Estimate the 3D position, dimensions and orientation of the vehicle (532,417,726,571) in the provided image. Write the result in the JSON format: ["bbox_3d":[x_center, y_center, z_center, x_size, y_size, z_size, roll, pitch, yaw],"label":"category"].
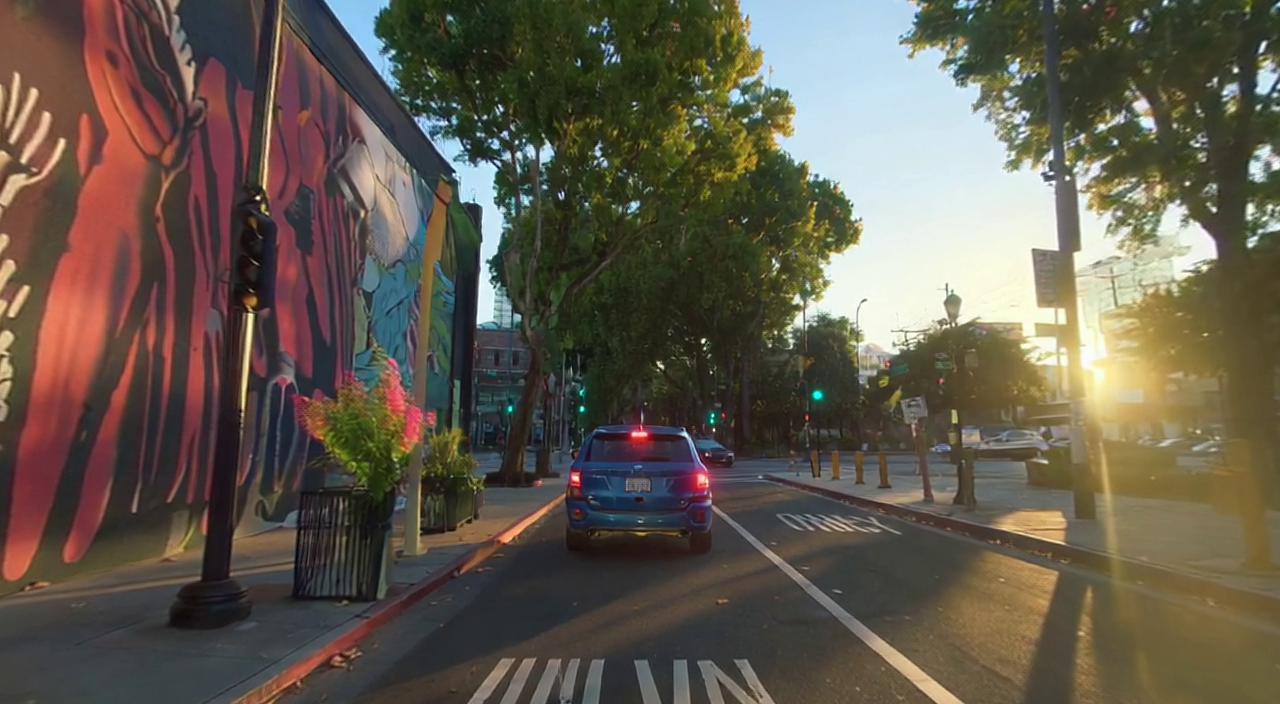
[{"bbox_3d":[-0.133,1.818,8.779,2.079,1.621,3.861,0,-8,-1],"label":"vehicle"}]
